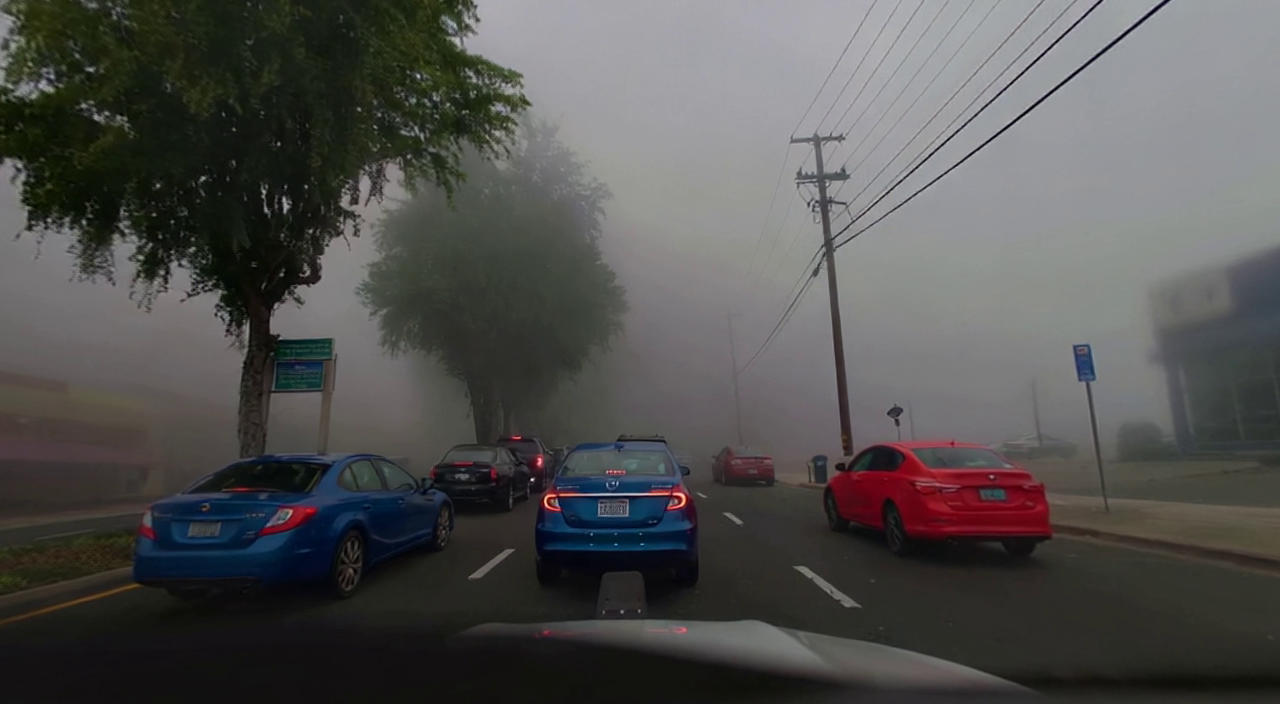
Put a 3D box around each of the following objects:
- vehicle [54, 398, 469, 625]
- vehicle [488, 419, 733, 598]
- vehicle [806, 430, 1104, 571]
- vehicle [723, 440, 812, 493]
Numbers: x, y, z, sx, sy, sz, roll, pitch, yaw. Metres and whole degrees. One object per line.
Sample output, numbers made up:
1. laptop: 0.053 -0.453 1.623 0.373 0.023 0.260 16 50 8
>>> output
1. vehicle: -3.439 1.520 6.972 1.979 1.697 4.254 0 -9 -1
2. vehicle: -0.310 1.631 7.392 2.097 1.511 3.809 0 -9 -2
3. vehicle: 3.918 1.898 8.925 1.909 1.473 4.361 0 -9 -1
4. vehicle: 3.816 3.494 19.679 1.876 1.456 4.025 0 -9 -1
